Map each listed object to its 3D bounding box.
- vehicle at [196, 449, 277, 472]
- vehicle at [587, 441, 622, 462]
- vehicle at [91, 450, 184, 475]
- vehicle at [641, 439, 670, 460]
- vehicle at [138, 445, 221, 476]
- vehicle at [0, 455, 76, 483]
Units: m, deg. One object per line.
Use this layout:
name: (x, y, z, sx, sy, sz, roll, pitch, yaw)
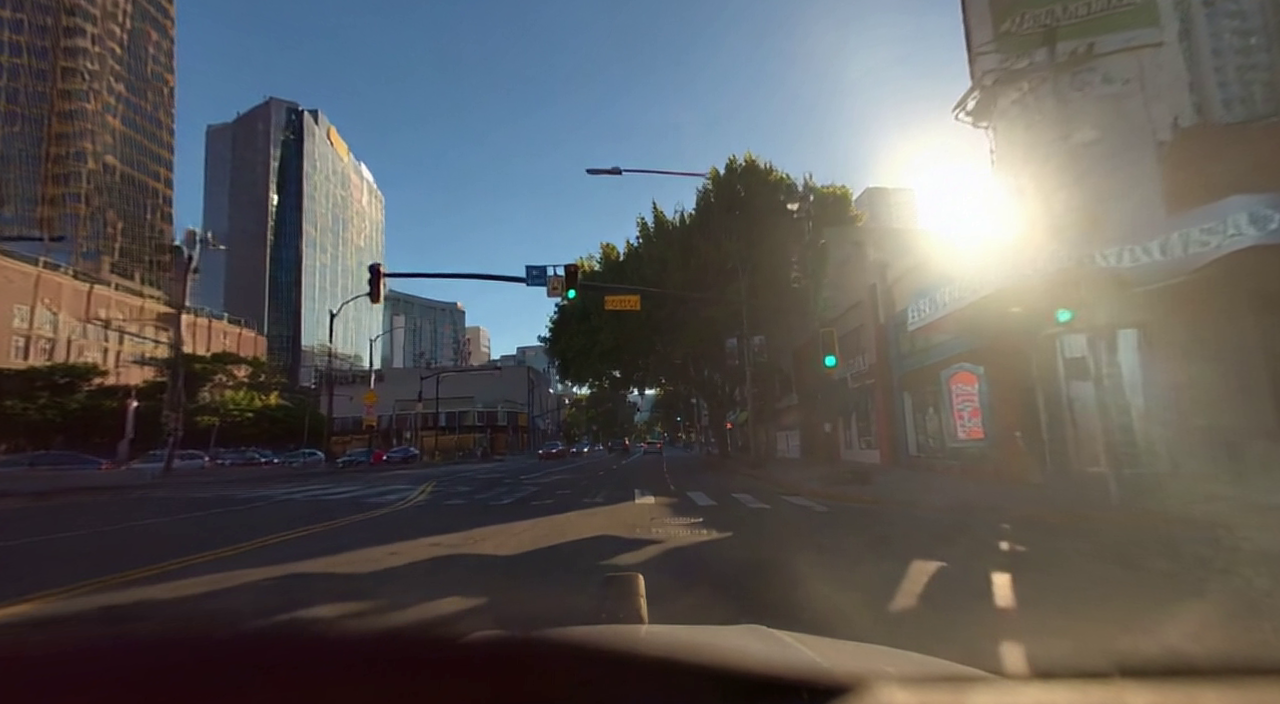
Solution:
vehicle: (-28.525, 7.662, 44.829, 1.755, 1.445, 4.485, -6, -10, 30)
vehicle: (-2.489, 7.130, 45.335, 1.962, 1.420, 4.021, -1, -9, 4)
vehicle: (-33.785, 7.412, 42.611, 1.802, 1.549, 4.439, -5, -10, 27)
vehicle: (1.171, 7.462, 48.306, 2.168, 1.545, 4.047, 0, -9, 1)
vehicle: (-28.252, 6.632, 38.870, 1.643, 1.755, 3.666, -5, -10, 34)
vehicle: (-34.495, 6.468, 34.888, 1.826, 1.432, 4.530, -5, -10, 29)
